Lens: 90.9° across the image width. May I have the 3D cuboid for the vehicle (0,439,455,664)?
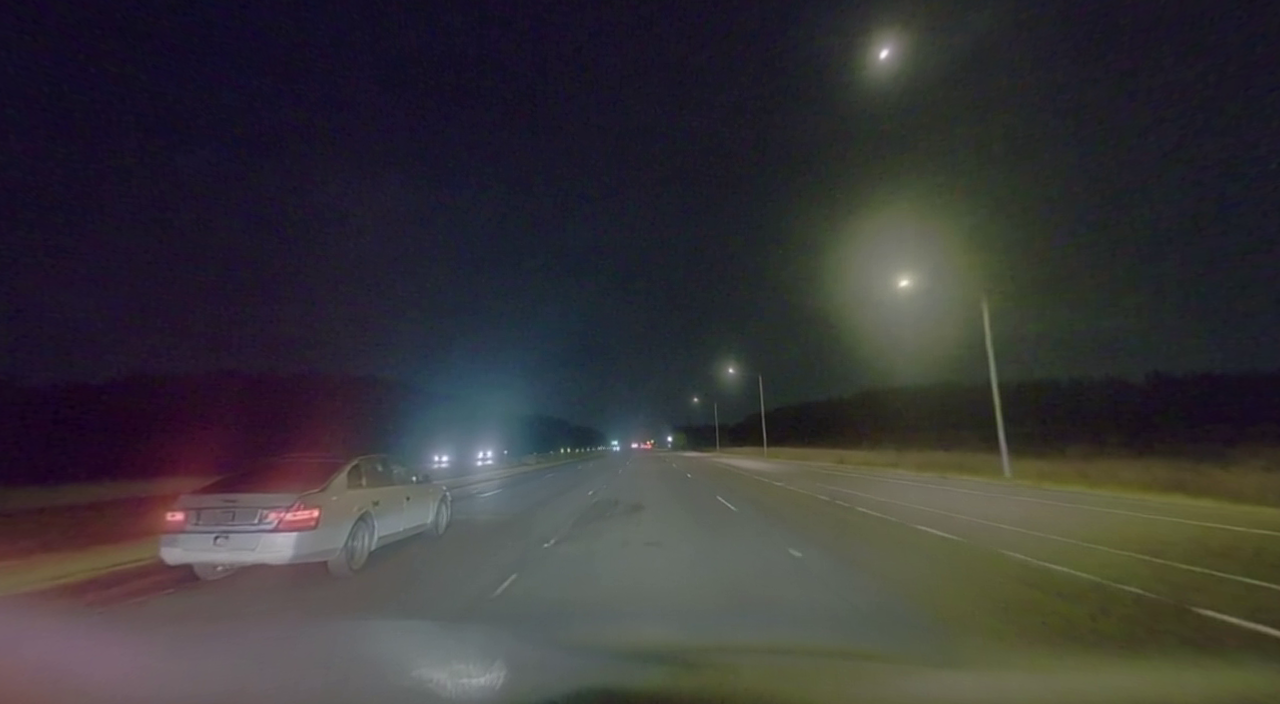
[{"bbox_3d":[-3.566,1.552,6.159,2.096,1.343,4.503,-1,-8,1],"label":"vehicle"}]
